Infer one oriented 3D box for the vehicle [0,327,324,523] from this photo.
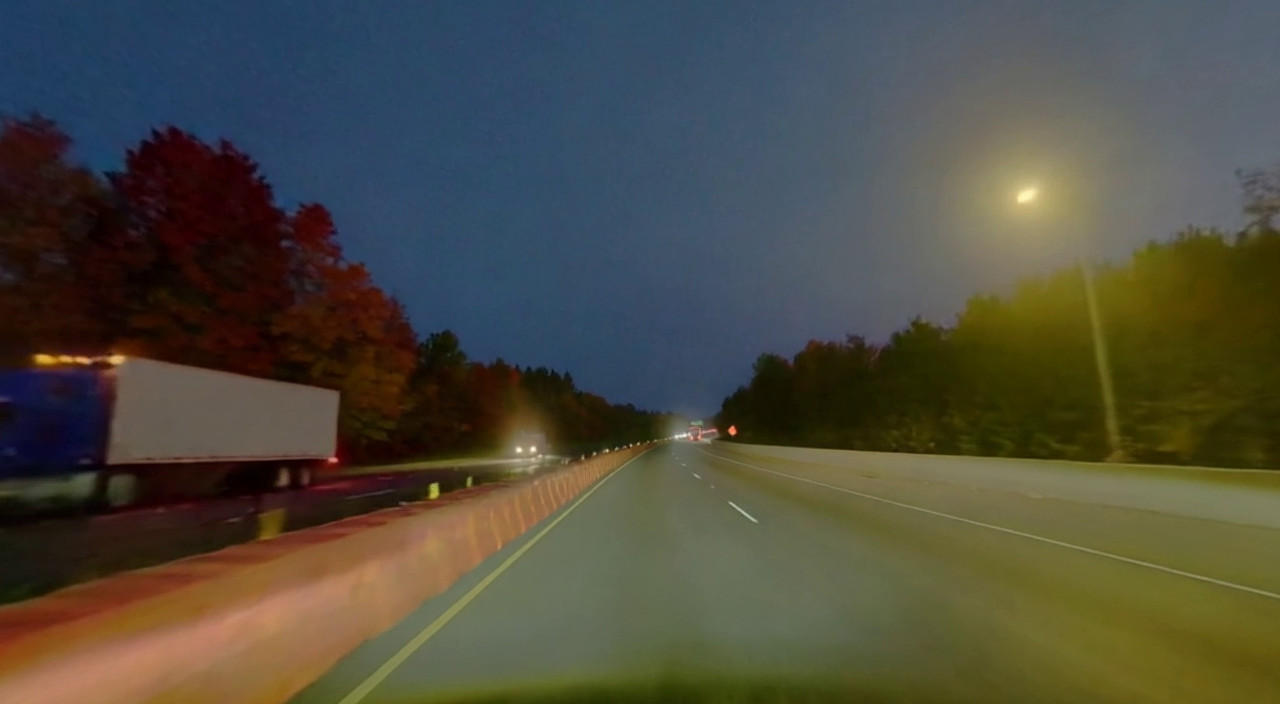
[{"bbox_3d":[-14.913,2.425,19.262,3.100,4.065,13.948,0,-8,1],"label":"vehicle"}]
